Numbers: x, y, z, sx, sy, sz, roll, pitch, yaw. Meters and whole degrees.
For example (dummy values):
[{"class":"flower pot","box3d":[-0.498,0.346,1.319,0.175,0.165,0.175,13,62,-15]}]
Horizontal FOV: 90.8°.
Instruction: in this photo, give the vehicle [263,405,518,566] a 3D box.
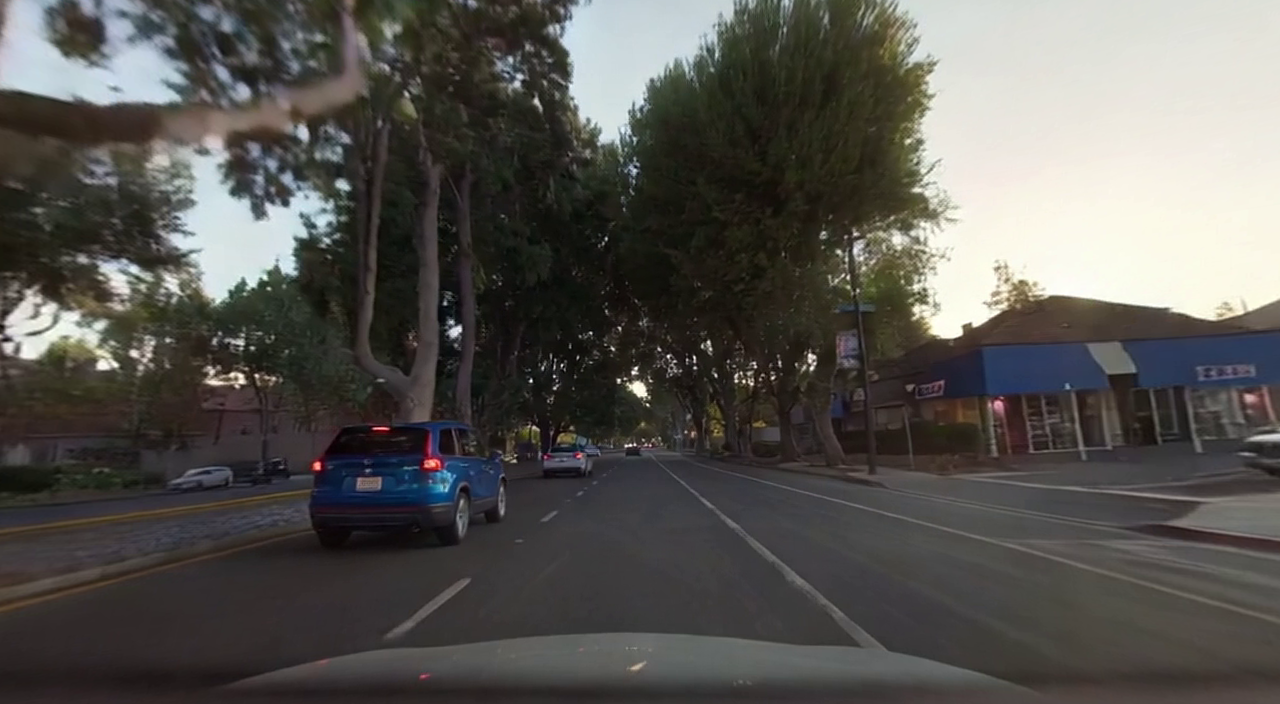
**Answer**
[{"class":"vehicle","box3d":[-3.282,1.855,9.478,2.042,1.817,4.364,0,-9,0]}]

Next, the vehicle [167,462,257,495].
[{"class":"vehicle","box3d":[-22.791,6.727,33.828,1.741,1.505,4.346,-1,-9,0]}]

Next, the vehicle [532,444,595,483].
[{"class":"vehicle","box3d":[-3.106,4.641,26.703,2.069,1.470,4.601,0,-8,0]}]
